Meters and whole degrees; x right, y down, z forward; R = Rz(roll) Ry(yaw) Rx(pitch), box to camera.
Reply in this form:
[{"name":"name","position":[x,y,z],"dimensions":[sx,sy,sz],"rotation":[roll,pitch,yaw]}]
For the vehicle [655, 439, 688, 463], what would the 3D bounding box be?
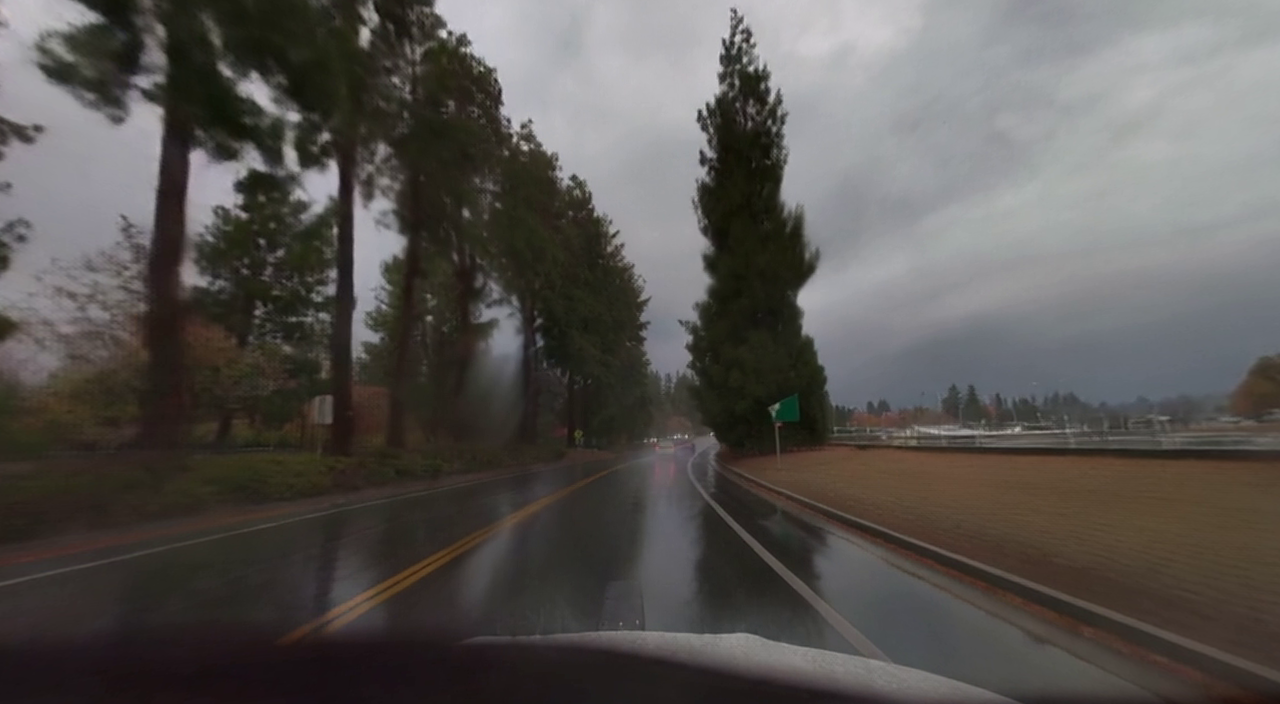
[{"name":"vehicle","position":[2.176,6.631,42.405],"dimensions":[2.071,1.474,4.047],"rotation":[-1,-8,5]}]
